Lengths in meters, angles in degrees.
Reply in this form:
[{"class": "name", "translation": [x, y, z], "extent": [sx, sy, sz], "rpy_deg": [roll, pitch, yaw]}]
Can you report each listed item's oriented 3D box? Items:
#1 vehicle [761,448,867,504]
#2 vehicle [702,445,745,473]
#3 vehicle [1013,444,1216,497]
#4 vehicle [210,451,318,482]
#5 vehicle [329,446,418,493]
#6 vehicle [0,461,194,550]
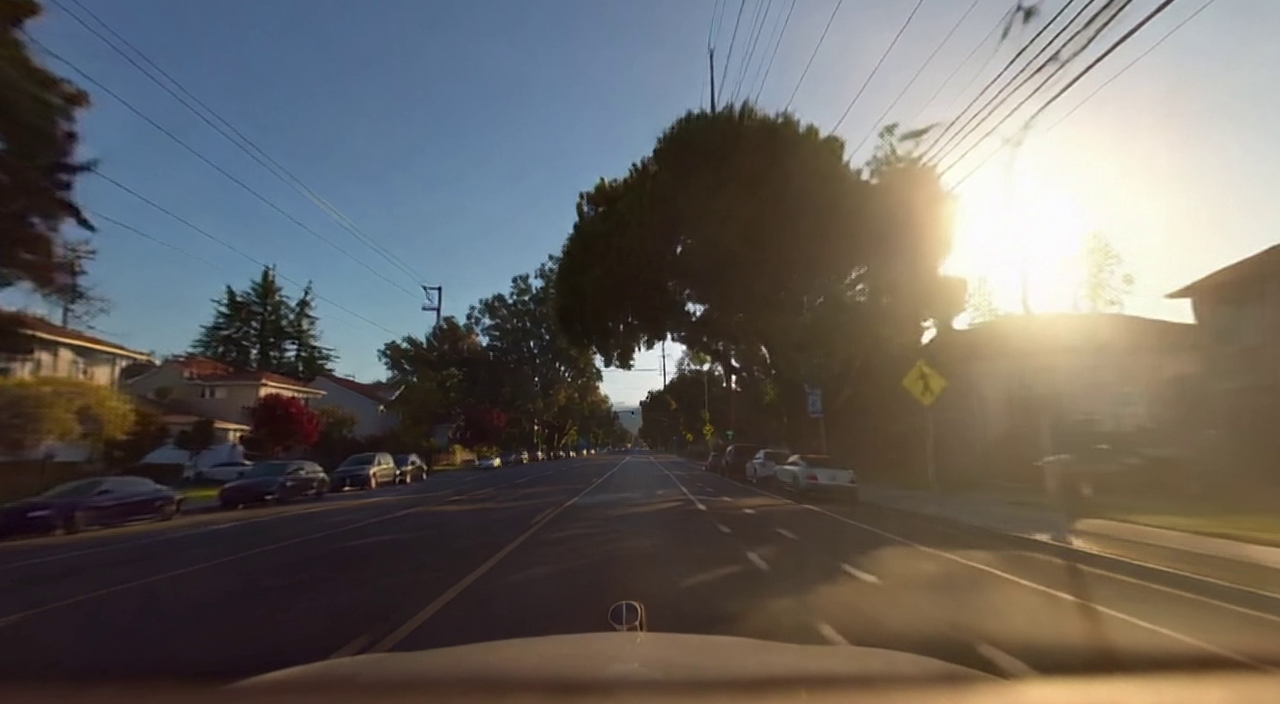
[{"class": "vehicle", "translation": [5.049, 3.639, 18.930], "extent": [1.924, 1.471, 4.259], "rpy_deg": [0, -9, -1]}, {"class": "vehicle", "translation": [5.151, 6.670, 39.494], "extent": [2.009, 1.649, 5.156], "rpy_deg": [0, -9, 0]}, {"class": "vehicle", "translation": [12.766, 3.183, 17.158], "extent": [3.983, 1.332, 1.812], "rpy_deg": [0, -9, 3]}, {"class": "vehicle", "translation": [-20.764, 6.324, 34.902], "extent": [4.601, 1.613, 2.030], "rpy_deg": [0, -9, -1]}, {"class": "vehicle", "translation": [-12.085, 5.323, 28.947], "extent": [2.116, 1.875, 4.675], "rpy_deg": [-3, -9, 0]}, {"class": "vehicle", "translation": [-12.150, 3.157, 13.498], "extent": [1.877, 1.474, 4.419], "rpy_deg": [-2, -9, 1]}]
